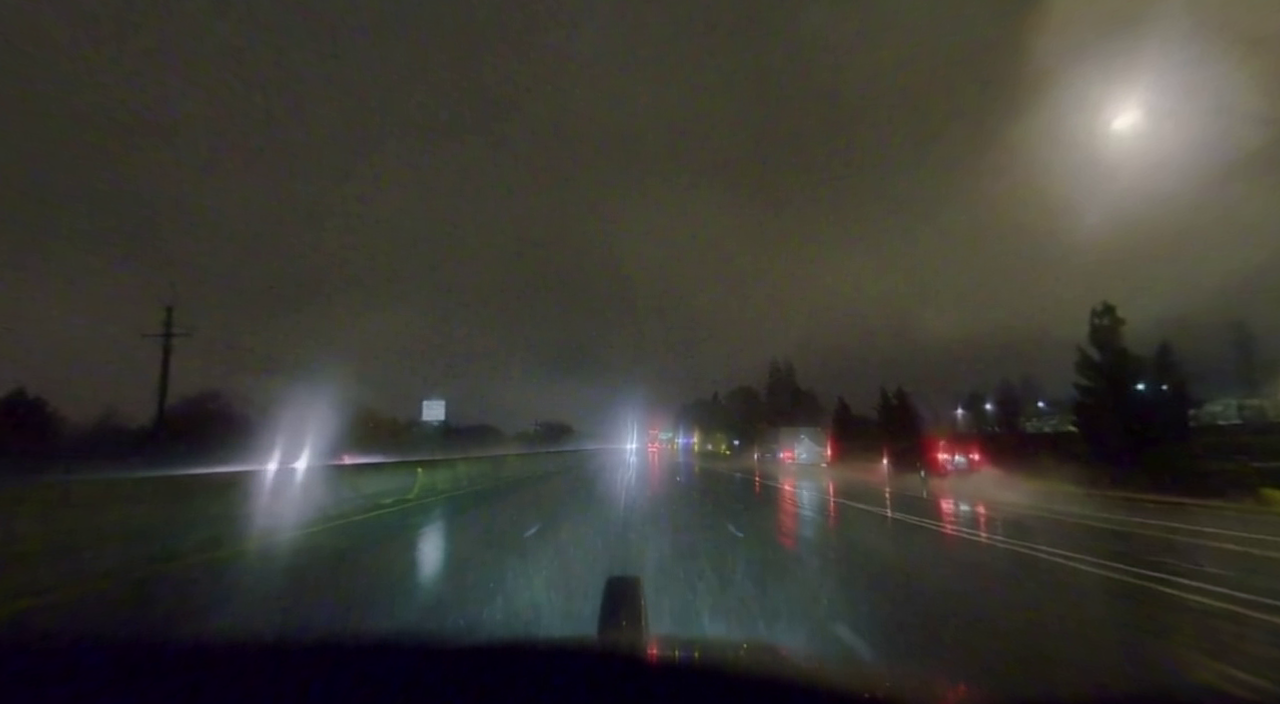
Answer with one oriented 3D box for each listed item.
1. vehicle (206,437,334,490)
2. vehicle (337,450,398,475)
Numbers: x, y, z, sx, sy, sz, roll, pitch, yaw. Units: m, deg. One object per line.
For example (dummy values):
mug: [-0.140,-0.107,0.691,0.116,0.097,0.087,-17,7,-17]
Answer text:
vehicle: [-15.318,4.639,26.542,2.076,1.976,5.353,0,-9,0]
vehicle: [-18.304,7.413,42.521,2.062,1.516,4.761,0,-9,-1]
